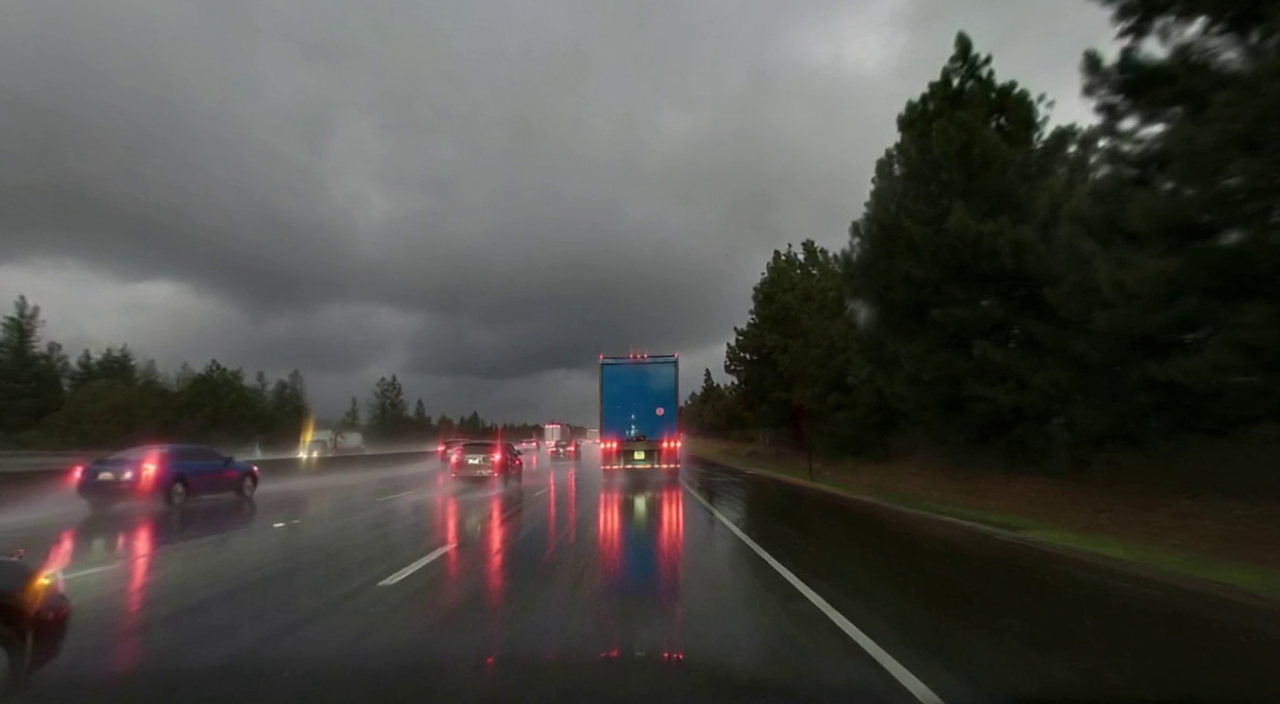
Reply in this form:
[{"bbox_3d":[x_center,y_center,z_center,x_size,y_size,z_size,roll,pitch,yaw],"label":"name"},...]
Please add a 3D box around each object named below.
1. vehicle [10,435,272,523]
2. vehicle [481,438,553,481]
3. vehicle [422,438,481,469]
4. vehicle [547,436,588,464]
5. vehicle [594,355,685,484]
[{"bbox_3d":[-10.062,2.547,13.322,1.899,1.517,4.554,0,-8,-2],"label":"vehicle"},{"bbox_3d":[-4.864,4.281,25.458,2.164,1.582,3.979,0,-8,-1],"label":"vehicle"},{"bbox_3d":[-10.310,5.584,34.778,1.952,1.590,4.090,0,-8,0],"label":"vehicle"},{"bbox_3d":[-4.600,6.320,40.662,2.158,1.680,4.087,0,-8,0],"label":"vehicle"},{"bbox_3d":[-0.242,2.899,25.590,2.913,4.113,10.724,0,-8,-2],"label":"vehicle"}]
